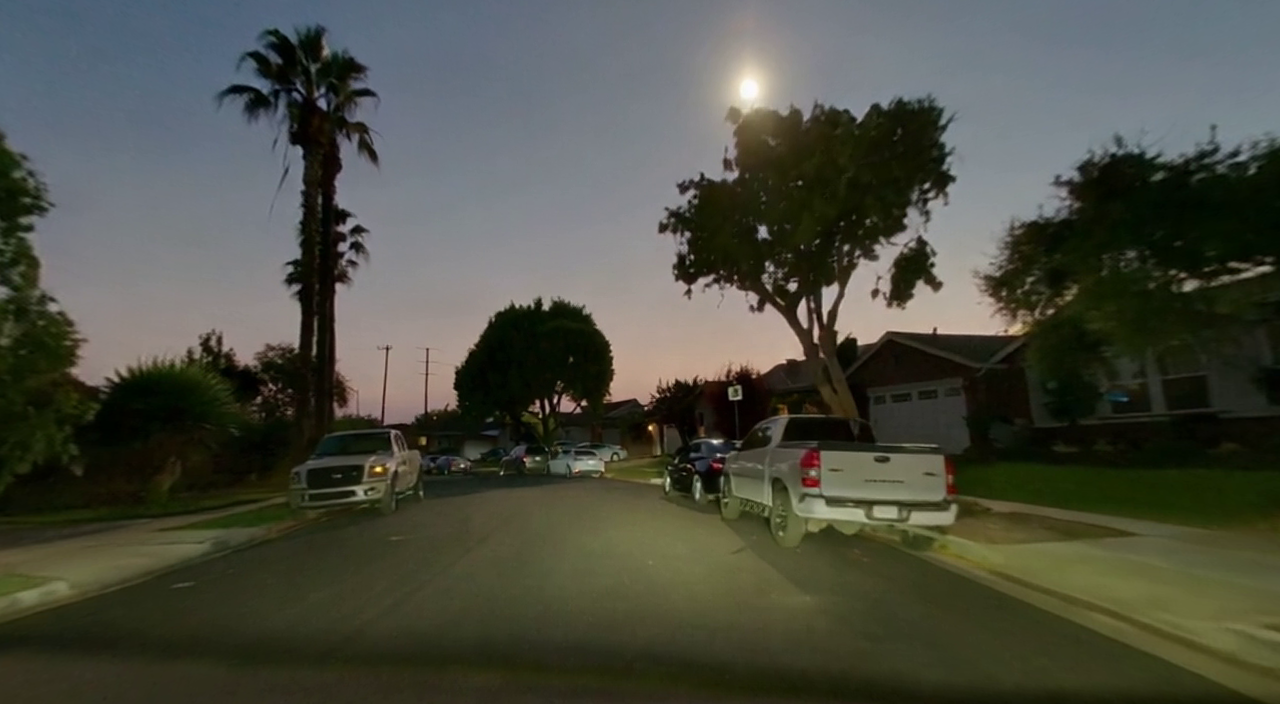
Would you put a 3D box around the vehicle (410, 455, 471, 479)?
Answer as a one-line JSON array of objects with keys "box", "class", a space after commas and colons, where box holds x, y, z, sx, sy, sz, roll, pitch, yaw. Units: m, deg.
[{"box": [-14.036, 8.043, 44.175, 4.768, 1.484, 2.006, -8, -11, 44], "class": "vehicle"}]

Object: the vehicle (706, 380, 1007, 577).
[{"box": [2.530, 1.641, 9.019, 2.139, 1.997, 4.864, 1, -8, -6], "class": "vehicle"}]

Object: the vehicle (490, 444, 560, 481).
[{"box": [-6.250, 5.870, 33.799, 1.918, 1.753, 4.655, 6, -10, -34], "class": "vehicle"}]

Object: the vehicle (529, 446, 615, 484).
[{"box": [-3.265, 5.171, 29.204, 2.108, 1.503, 4.977, 5, -9, -30], "class": "vehicle"}]

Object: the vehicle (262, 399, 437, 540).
[{"box": [-6.333, 2.593, 14.634, 2.337, 2.289, 6.092, -6, -7, -14], "class": "vehicle"}]

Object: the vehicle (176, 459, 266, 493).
[{"box": [-32.129, 9.530, 48.292, 5.628, 2.109, 2.395, 1, -13, 18], "class": "vehicle"}]

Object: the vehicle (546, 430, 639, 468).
[{"box": [-3.020, 6.213, 40.372, 5.510, 2.121, 2.129, 0, -8, 15], "class": "vehicle"}]
